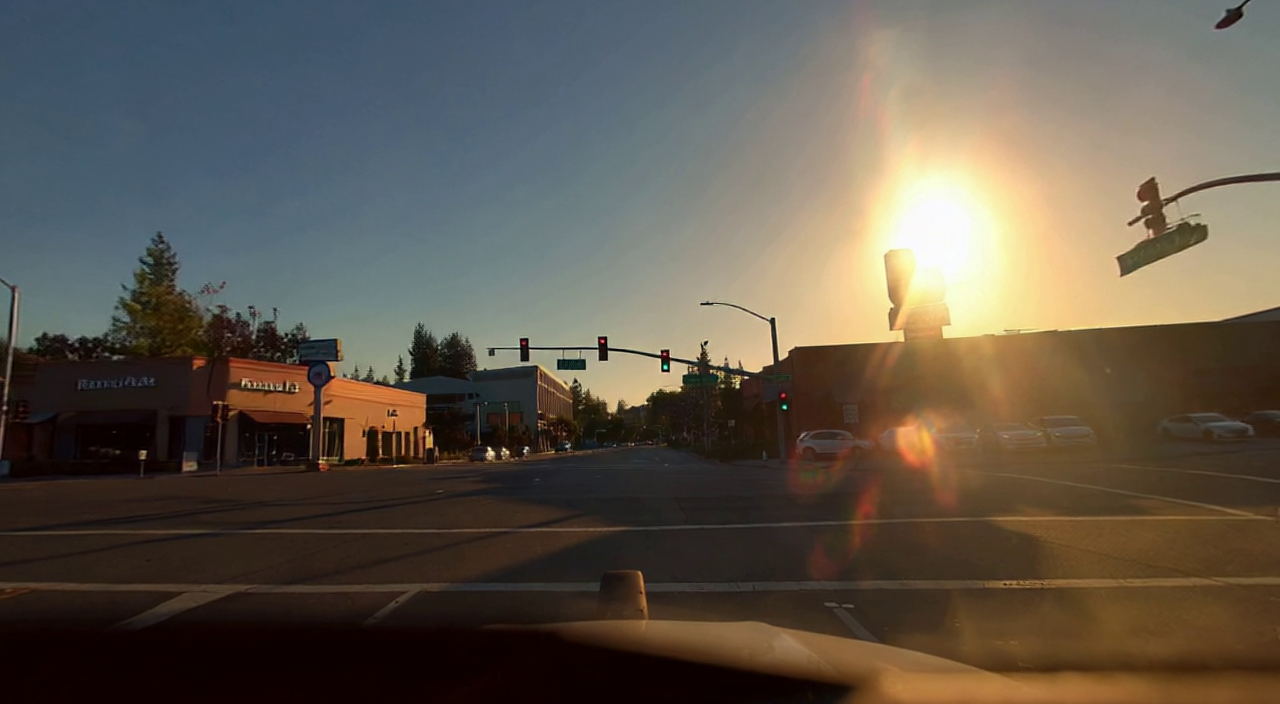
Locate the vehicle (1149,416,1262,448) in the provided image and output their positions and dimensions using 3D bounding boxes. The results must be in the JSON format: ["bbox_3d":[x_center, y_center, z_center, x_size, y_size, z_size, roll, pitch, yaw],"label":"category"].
[{"bbox_3d":[28.280,4.074,31.723,1.799,1.459,4.266,0,-8,3],"label":"vehicle"}]
